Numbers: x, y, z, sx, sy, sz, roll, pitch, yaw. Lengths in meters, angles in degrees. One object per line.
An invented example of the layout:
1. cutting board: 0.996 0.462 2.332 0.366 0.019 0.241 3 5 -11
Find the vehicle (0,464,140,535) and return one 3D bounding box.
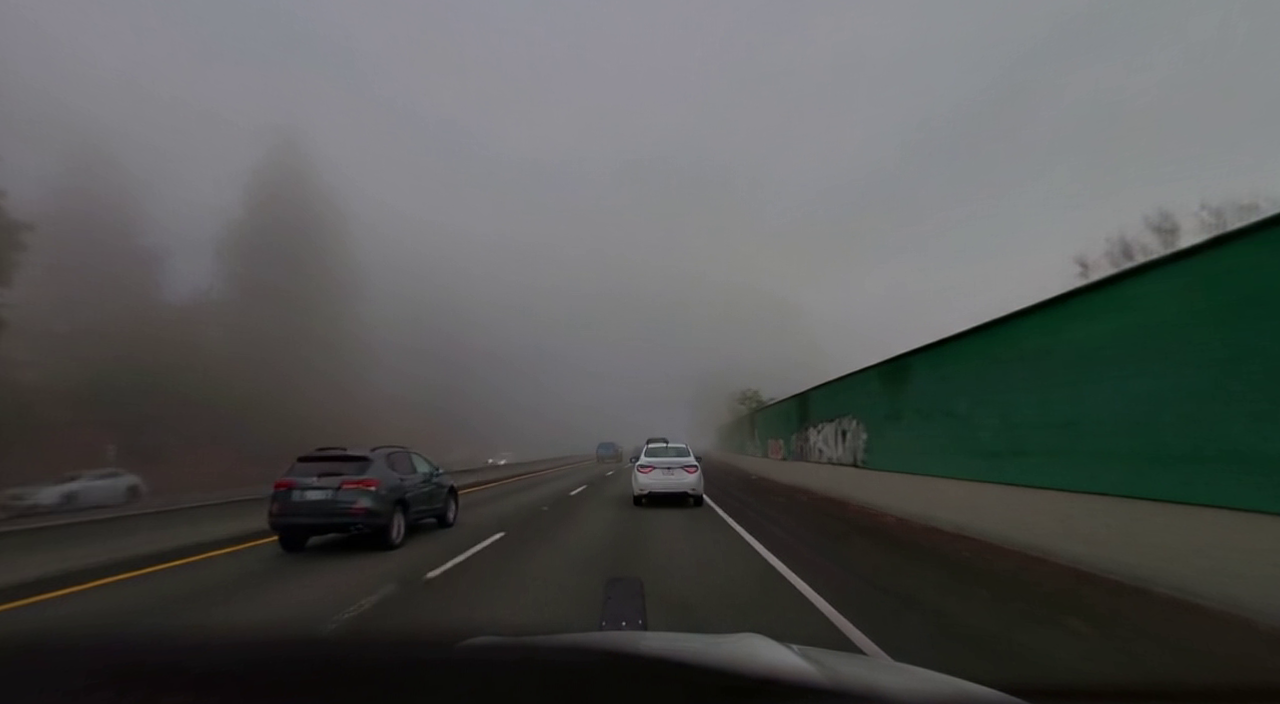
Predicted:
1. vehicle: -15.047 3.625 15.917 1.692 1.413 3.747 0 -8 0

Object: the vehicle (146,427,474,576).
1. vehicle: -3.868 1.801 8.437 2.059 1.471 4.152 0 -8 2

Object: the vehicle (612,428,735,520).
1. vehicle: 0.577 2.353 12.653 2.077 1.533 3.854 0 -8 1

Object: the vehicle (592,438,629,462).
1. vehicle: -1.955 6.704 43.066 2.105 1.571 3.727 -1 -8 4
